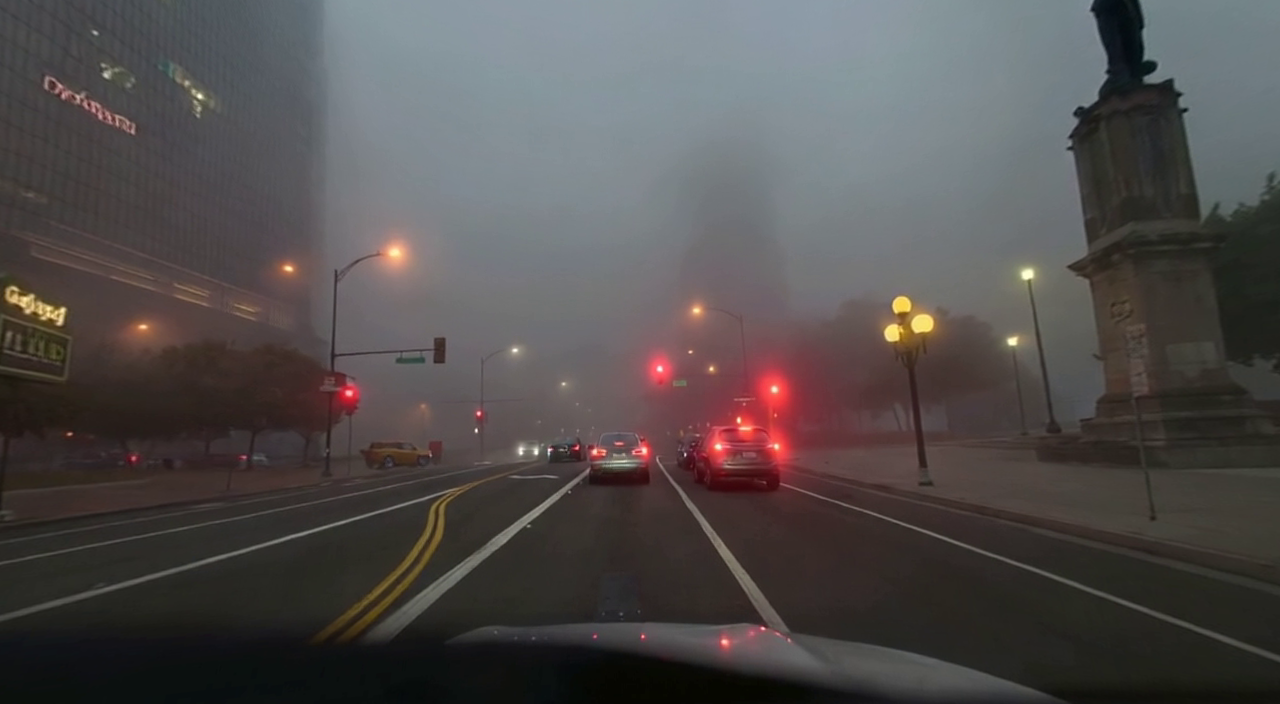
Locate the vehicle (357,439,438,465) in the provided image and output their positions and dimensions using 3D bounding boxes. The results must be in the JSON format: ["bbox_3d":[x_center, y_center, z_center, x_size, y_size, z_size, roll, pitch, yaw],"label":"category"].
[{"bbox_3d":[-17.089,7.049,44.669,4.855,1.769,2.071,0,-8,0],"label":"vehicle"}]

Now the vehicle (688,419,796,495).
[{"bbox_3d":[2.594,2.807,17.255,2.096,1.775,4.440,0,-8,-1],"label":"vehicle"}]

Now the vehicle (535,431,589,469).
[{"bbox_3d":[-3.556,4.569,29.673,2.045,1.633,4.864,0,-8,-2],"label":"vehicle"}]

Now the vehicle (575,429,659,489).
[{"bbox_3d":[-0.583,2.968,17.907,2.096,1.492,4.071,0,-8,0],"label":"vehicle"}]
